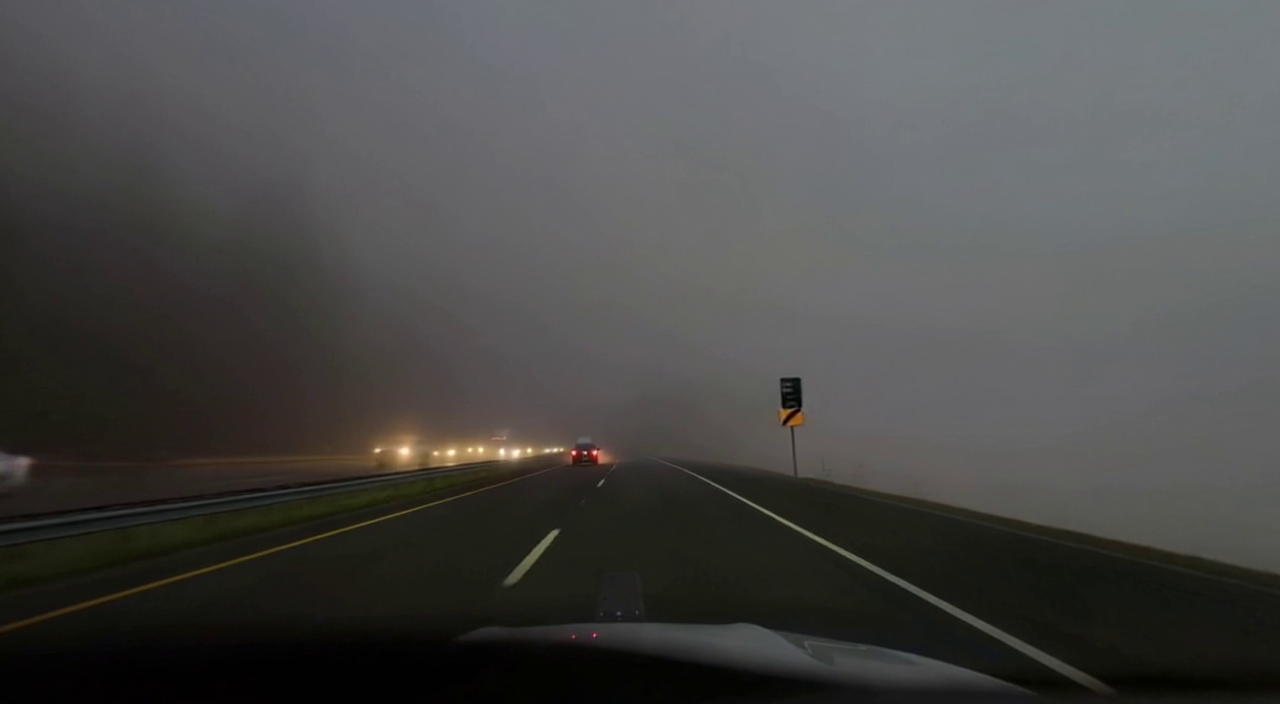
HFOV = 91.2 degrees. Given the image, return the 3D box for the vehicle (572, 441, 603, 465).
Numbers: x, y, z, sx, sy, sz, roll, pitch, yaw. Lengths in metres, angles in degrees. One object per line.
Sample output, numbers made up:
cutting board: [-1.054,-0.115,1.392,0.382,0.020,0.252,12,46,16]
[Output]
vehicle: [-3.991,7.736,48.132,2.098,1.692,4.038,0,-9,0]

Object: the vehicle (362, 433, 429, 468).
vehicle: [-14.789,5.983,38.229,2.109,1.954,4.790,-1,-9,1]
